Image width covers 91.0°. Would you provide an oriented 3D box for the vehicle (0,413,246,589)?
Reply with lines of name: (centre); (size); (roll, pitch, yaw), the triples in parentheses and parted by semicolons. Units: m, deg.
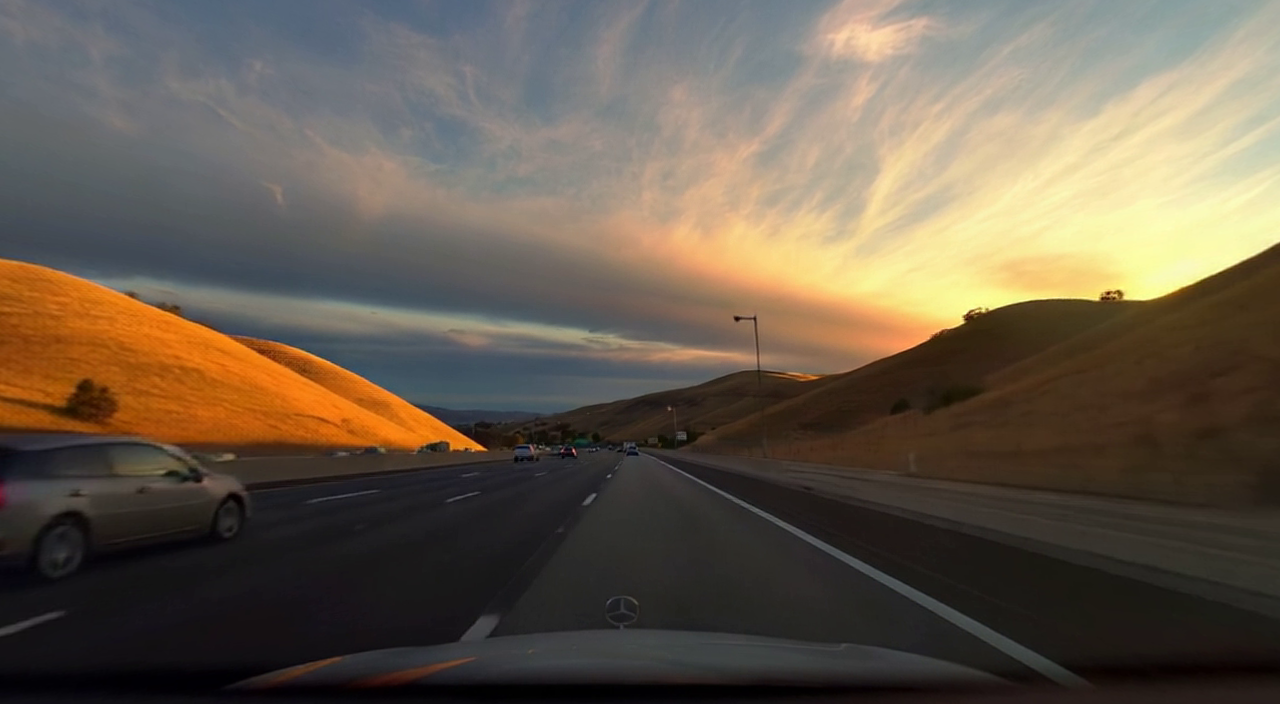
vehicle: (-6.991, 1.603, 7.270); (2.045, 1.624, 4.338); (0, -9, 0)
